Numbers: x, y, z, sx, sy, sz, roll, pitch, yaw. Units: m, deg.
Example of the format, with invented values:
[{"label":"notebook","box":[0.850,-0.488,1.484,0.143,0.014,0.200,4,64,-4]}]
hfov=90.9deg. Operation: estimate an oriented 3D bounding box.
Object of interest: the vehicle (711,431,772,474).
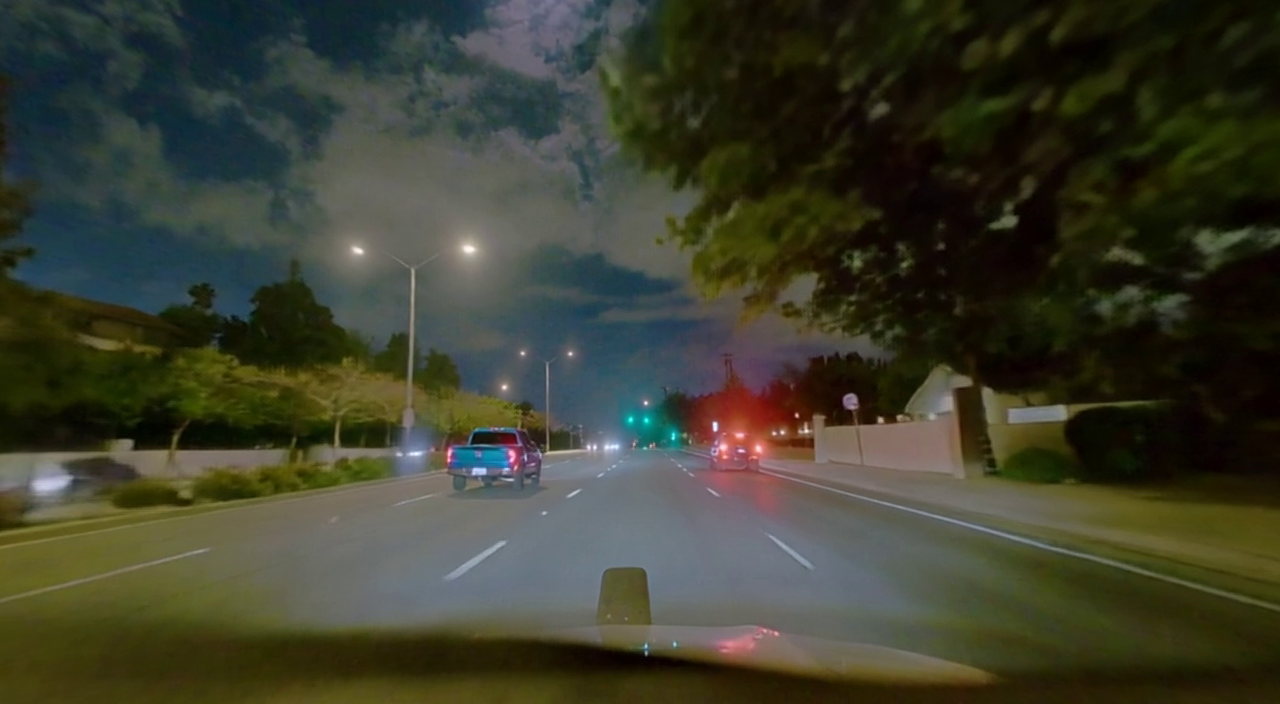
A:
[{"label":"vehicle","box":[4.401,4.424,28.033,2.016,1.736,4.356,0,-8,0]}]

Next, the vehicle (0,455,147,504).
[{"label":"vehicle","box":[-20.564,4.512,22.698,1.939,1.475,4.491,0,-8,1]}]

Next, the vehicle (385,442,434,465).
[{"label":"vehicle","box":[-17.185,7.596,47.187,1.903,1.619,4.344,0,-8,2]}]

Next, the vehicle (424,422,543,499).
[{"label":"vehicle","box":[-3.982,2.861,16.996,2.002,1.747,4.728,0,-8,0]}]
